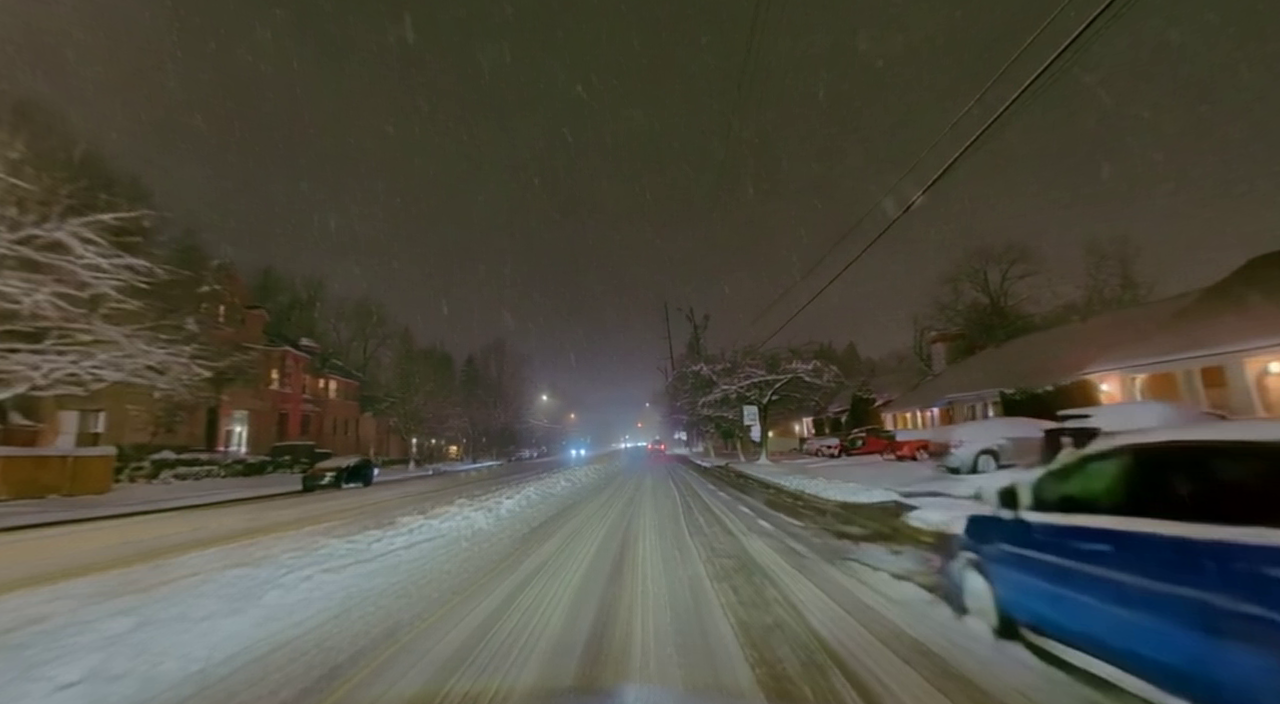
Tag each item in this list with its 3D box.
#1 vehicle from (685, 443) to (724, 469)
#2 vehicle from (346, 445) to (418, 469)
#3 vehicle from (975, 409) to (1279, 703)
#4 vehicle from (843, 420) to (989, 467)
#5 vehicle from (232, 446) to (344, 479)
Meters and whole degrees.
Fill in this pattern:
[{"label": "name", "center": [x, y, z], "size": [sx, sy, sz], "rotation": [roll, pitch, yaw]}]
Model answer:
[{"label": "vehicle", "center": [4.052, 6.646, 40.587], "size": [2.104, 1.524, 4.524], "rotation": [1, -8, 1]}, {"label": "vehicle", "center": [-20.269, 8.285, 49.800], "size": [4.753, 1.796, 2.101], "rotation": [-1, -8, 6]}, {"label": "vehicle", "center": [3.269, 0.941, 2.161], "size": [2.016, 1.477, 4.207], "rotation": [0, -8, 2]}, {"label": "vehicle", "center": [11.946, 3.973, 27.566], "size": [5.283, 1.570, 2.122], "rotation": [-4, -8, -2]}, {"label": "vehicle", "center": [-19.799, 6.221, 35.737], "size": [5.044, 1.782, 2.152], "rotation": [0, -8, 3]}]
